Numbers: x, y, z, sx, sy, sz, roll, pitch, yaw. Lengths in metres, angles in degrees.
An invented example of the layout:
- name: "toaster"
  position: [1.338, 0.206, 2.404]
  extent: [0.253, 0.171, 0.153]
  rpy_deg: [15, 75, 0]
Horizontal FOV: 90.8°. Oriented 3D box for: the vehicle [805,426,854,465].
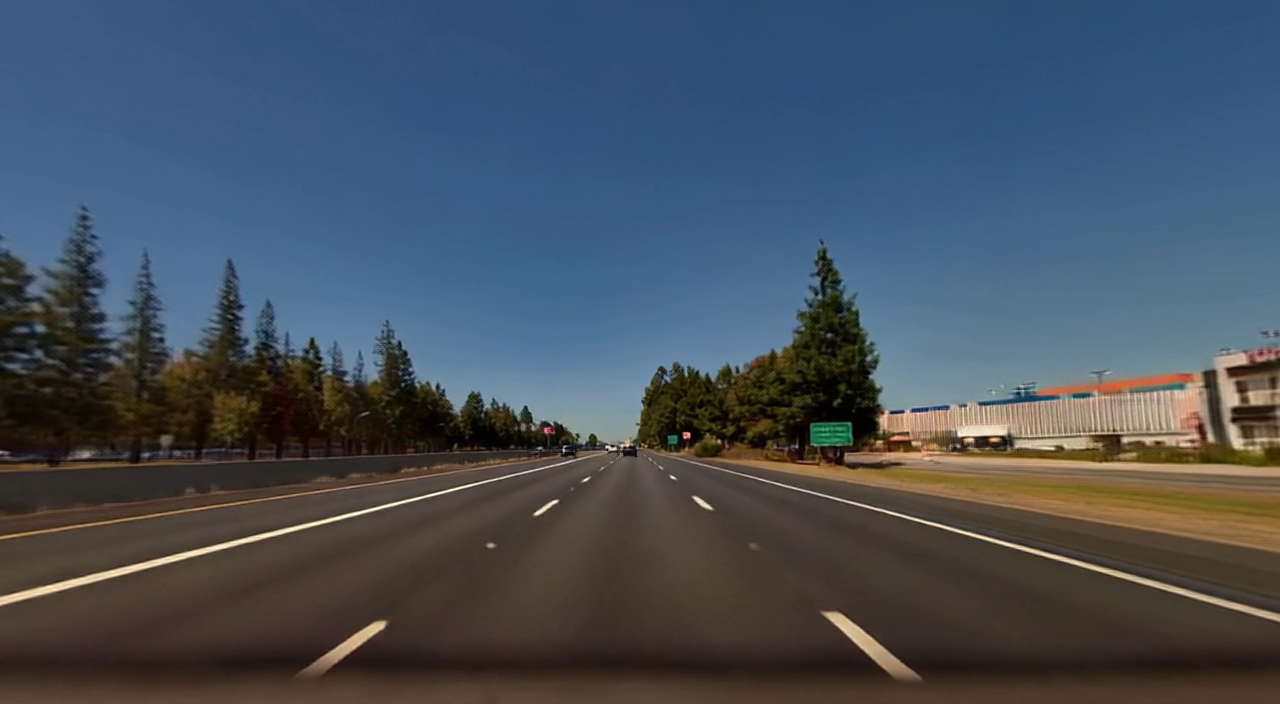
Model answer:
- name: "vehicle"
  position: [14.575, 7.190, 48.631]
  extent: [2.312, 2.875, 2.697]
  rpy_deg: [3, -10, -20]
